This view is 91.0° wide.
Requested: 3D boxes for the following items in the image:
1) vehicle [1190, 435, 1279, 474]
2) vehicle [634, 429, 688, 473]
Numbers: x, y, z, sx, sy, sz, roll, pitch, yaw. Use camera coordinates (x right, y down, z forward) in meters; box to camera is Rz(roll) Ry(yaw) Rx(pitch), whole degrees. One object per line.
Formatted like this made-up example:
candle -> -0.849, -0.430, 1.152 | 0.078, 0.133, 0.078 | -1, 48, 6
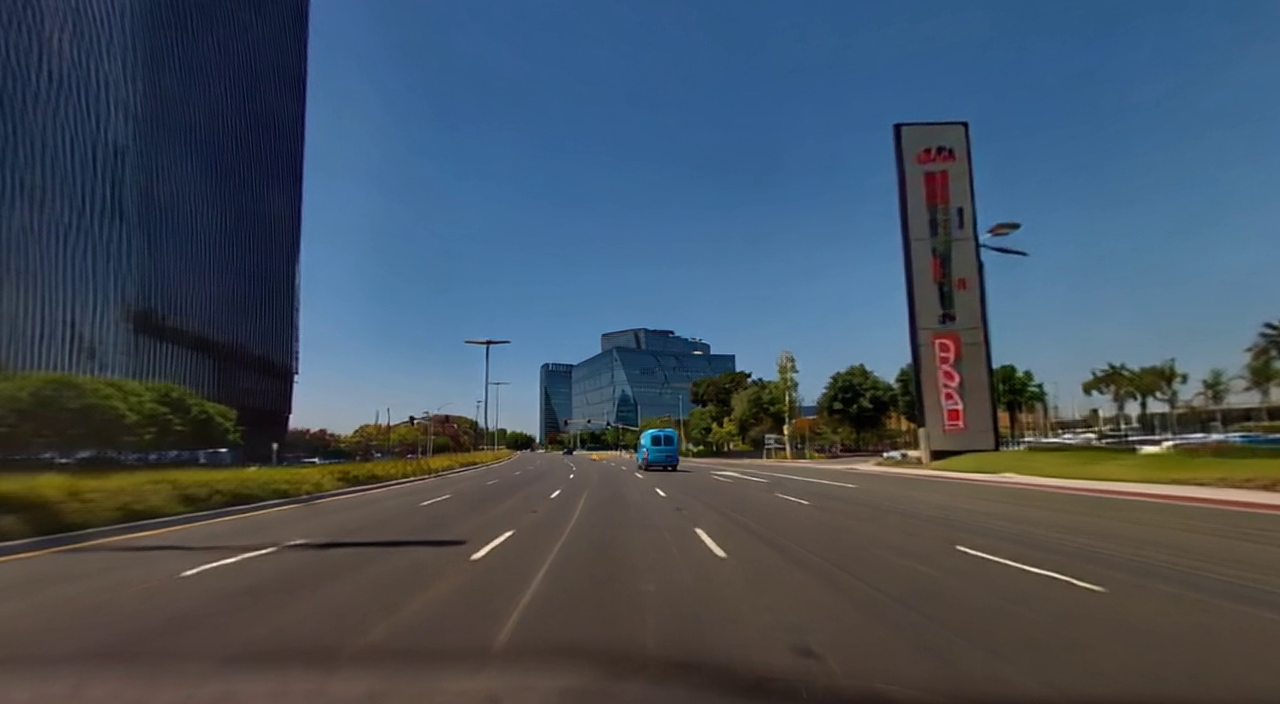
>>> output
vehicle -> 25.028, 4.130, 25.592 | 3.554, 1.382, 1.723 | -3, -8, 1
vehicle -> 1.085, 5.559, 35.524 | 2.339, 2.244, 4.817 | 0, -8, -7
